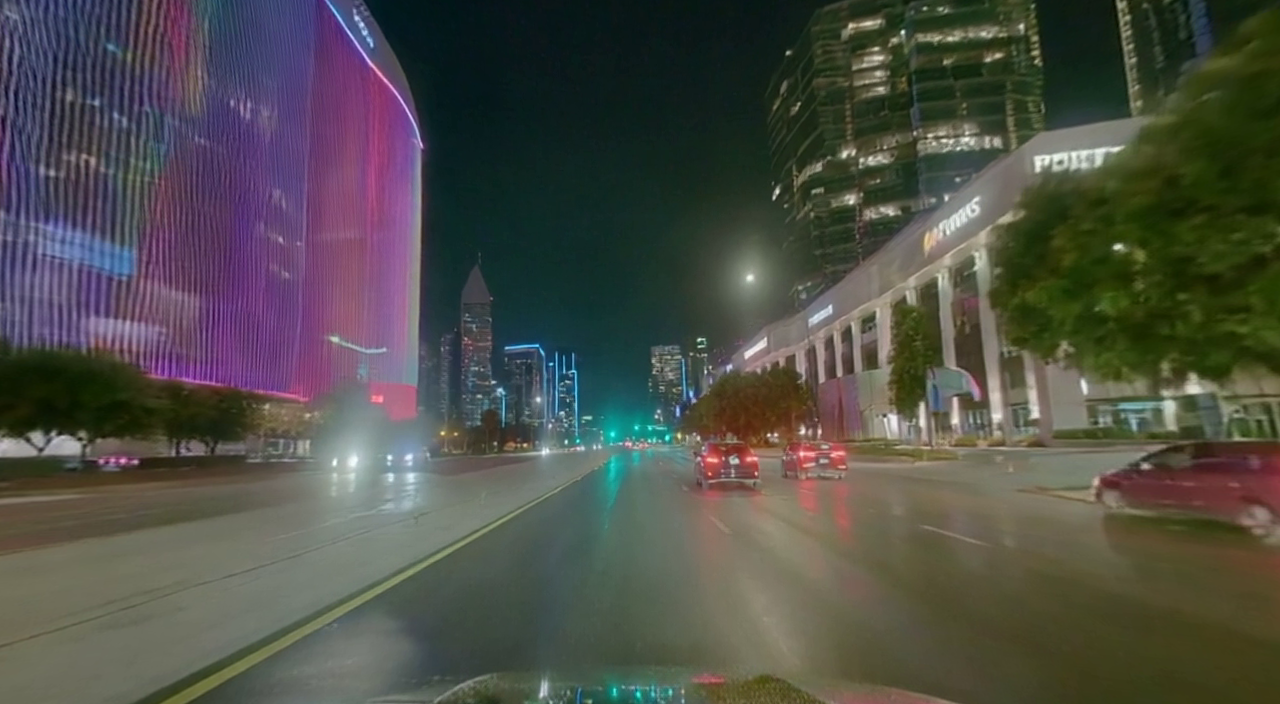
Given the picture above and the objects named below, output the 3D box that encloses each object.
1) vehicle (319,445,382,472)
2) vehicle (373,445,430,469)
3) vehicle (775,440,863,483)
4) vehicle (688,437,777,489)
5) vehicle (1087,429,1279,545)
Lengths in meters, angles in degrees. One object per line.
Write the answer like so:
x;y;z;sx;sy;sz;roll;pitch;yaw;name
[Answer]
-19.646;7.203;43.122;2.071;1.743;4.749;0;-8;0;vehicle
-16.612;7.302;44.247;2.031;1.607;4.759;0;-8;1;vehicle
6.504;4.019;23.488;1.912;1.411;4.380;0;-8;-1;vehicle
2.876;3.576;20.747;2.131;1.491;4.496;0;-8;-2;vehicle
9.800;2.044;9.904;1.952;1.574;5.052;0;-8;1;vehicle
